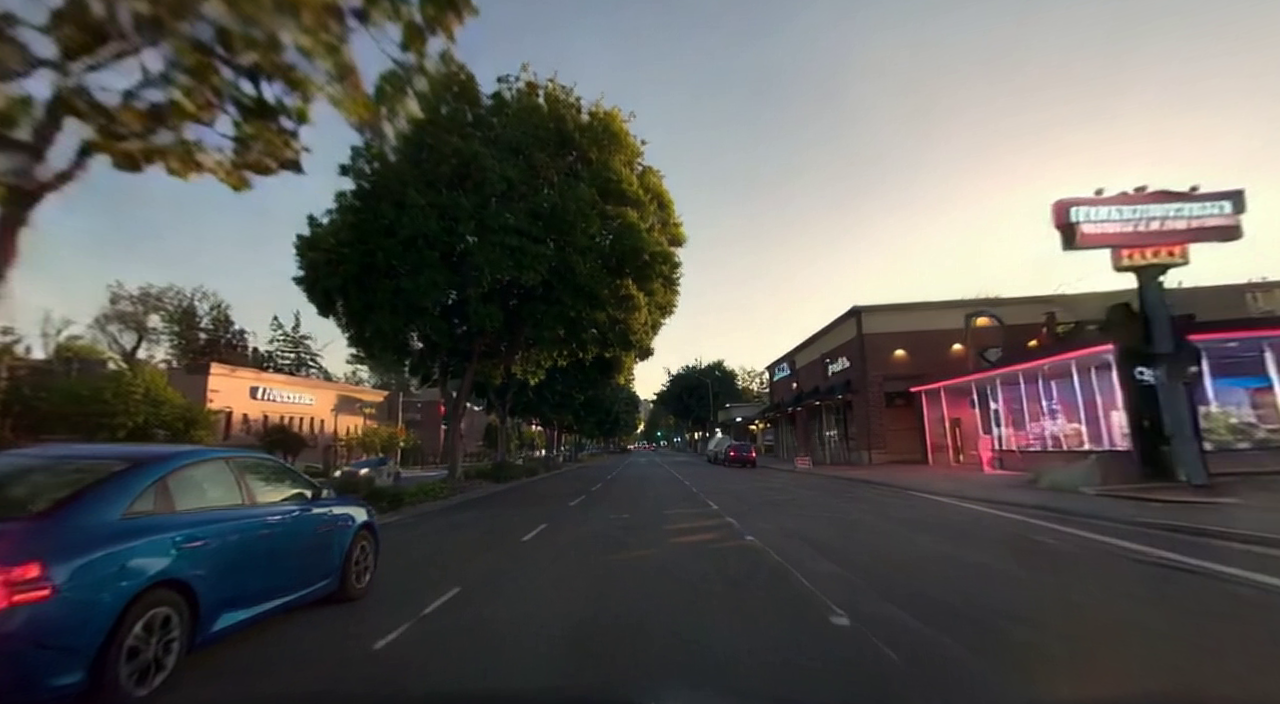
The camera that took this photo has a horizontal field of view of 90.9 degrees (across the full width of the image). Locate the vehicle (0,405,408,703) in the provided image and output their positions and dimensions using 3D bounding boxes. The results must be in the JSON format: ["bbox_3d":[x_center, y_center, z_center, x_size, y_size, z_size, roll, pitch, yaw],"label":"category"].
[{"bbox_3d":[-3.008,1.047,2.887,2.082,1.460,4.636,0,-8,1],"label":"vehicle"}]
